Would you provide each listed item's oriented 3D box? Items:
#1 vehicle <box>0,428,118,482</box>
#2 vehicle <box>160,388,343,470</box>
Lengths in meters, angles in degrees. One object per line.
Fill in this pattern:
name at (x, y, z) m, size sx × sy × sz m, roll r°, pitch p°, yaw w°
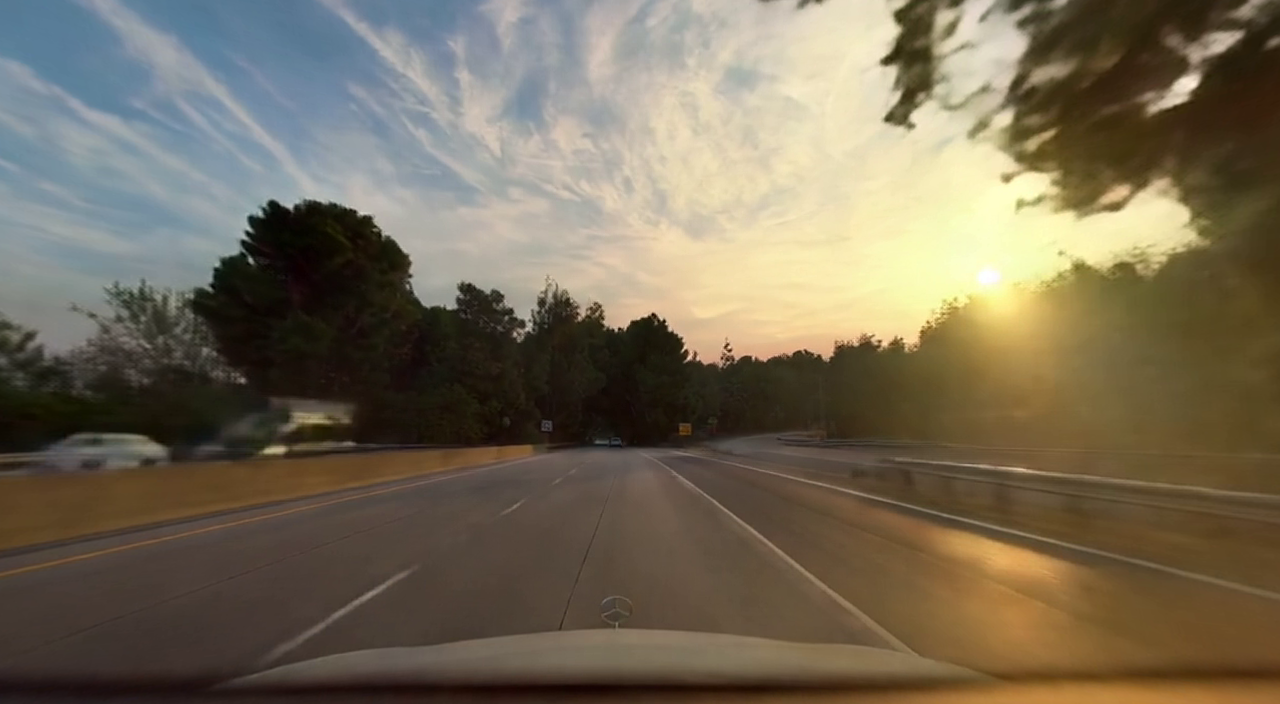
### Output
vehicle at (-17.574, 2.943, 18.352) m, size 1.651 × 1.406 × 3.654 m, roll 0°, pitch -7°, yaw -2°
vehicle at (-13.116, 2.714, 22.066) m, size 2.231 × 2.431 × 6.581 m, roll 0°, pitch -8°, yaw -1°
